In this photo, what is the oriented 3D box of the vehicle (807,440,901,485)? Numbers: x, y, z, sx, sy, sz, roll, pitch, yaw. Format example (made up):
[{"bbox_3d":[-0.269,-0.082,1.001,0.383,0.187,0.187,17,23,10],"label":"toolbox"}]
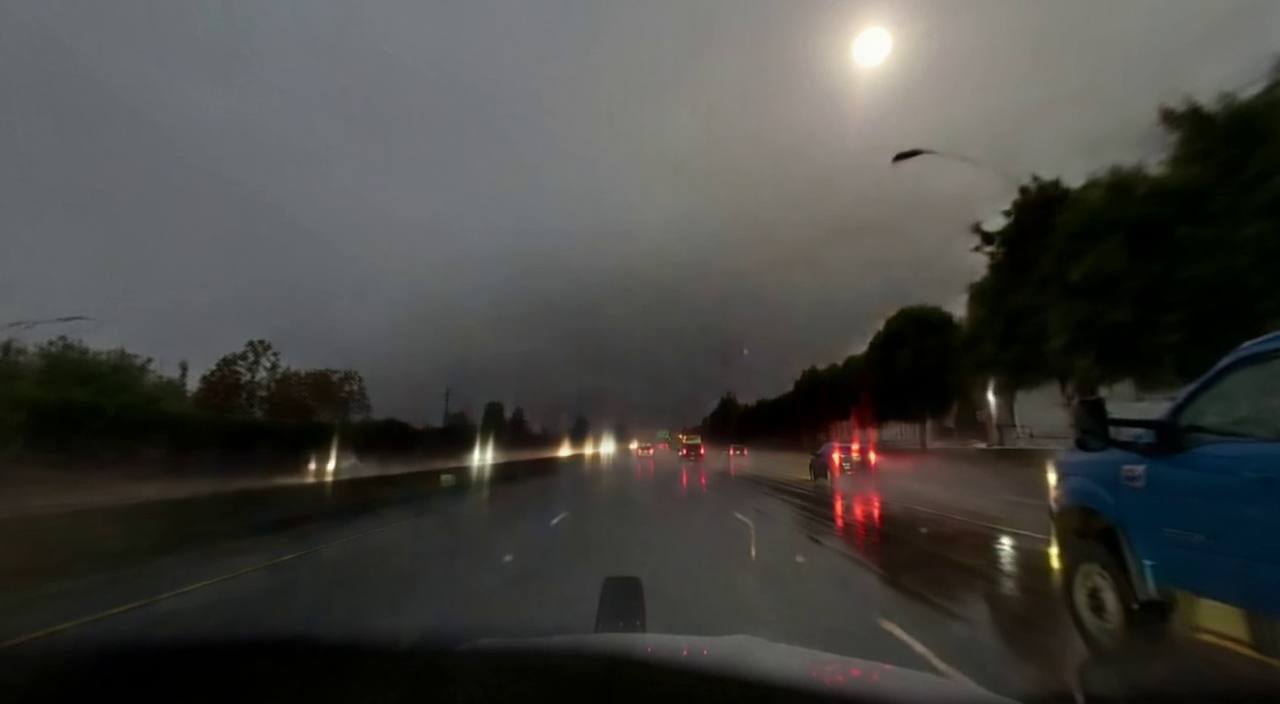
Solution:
[{"bbox_3d":[7.911,4.107,23.788,1.989,1.526,4.443,0,-9,0],"label":"vehicle"}]

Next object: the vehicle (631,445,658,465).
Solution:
[{"bbox_3d":[0.353,8.142,49.806,2.030,1.473,3.926,0,-9,0],"label":"vehicle"}]

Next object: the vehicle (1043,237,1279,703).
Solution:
[{"bbox_3d":[3.819,0.365,1.216,2.354,2.079,5.586,0,-9,0],"label":"vehicle"}]
